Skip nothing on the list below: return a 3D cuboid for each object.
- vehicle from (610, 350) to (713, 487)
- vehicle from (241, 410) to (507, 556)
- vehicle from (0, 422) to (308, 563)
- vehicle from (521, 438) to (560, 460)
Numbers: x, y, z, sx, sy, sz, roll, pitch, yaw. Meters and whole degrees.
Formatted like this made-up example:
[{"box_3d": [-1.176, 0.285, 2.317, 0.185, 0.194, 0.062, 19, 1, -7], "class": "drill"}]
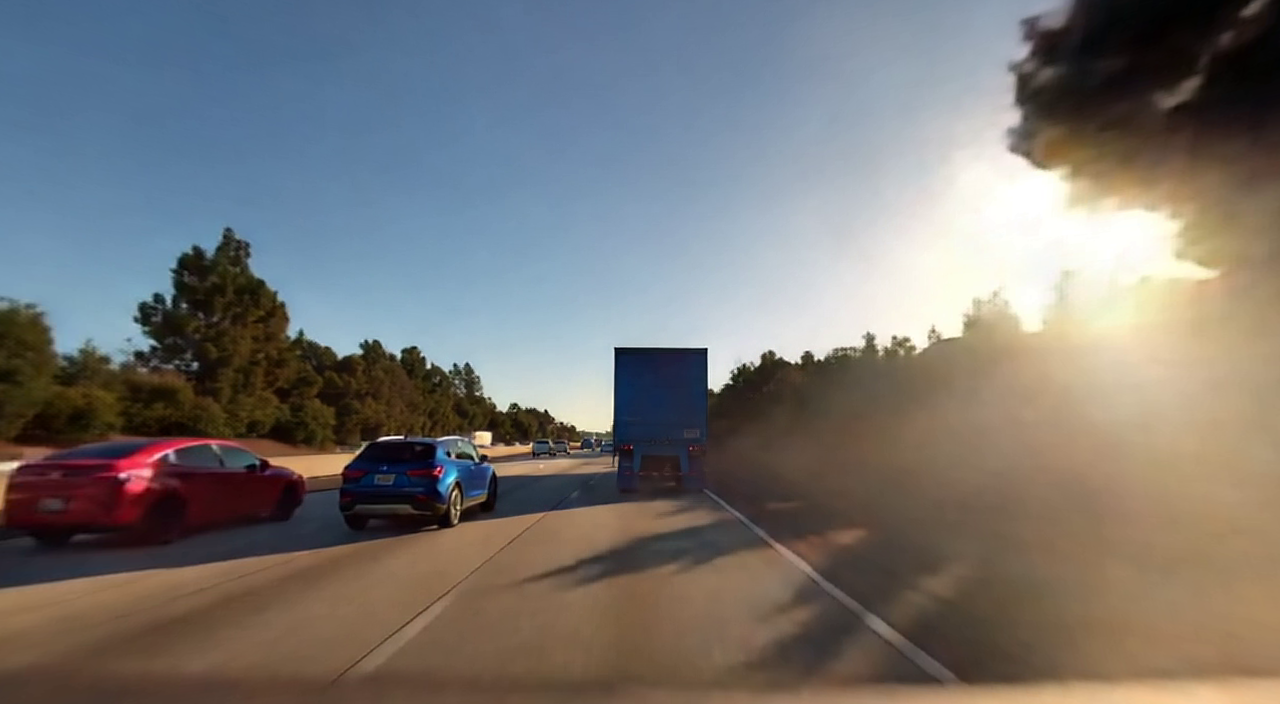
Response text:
[{"box_3d": [0.655, 2.630, 23.154, 2.870, 3.841, 10.653, 0, -8, 1], "class": "vehicle"}, {"box_3d": [-3.524, 1.825, 9.467, 2.077, 1.671, 4.249, 0, -8, 1], "class": "vehicle"}, {"box_3d": [-7.222, 1.847, 9.160, 2.063, 1.480, 4.842, 0, -8, 2], "class": "vehicle"}, {"box_3d": [-6.711, 6.581, 42.892, 1.882, 1.451, 4.416, 0, -8, 1], "class": "vehicle"}]
